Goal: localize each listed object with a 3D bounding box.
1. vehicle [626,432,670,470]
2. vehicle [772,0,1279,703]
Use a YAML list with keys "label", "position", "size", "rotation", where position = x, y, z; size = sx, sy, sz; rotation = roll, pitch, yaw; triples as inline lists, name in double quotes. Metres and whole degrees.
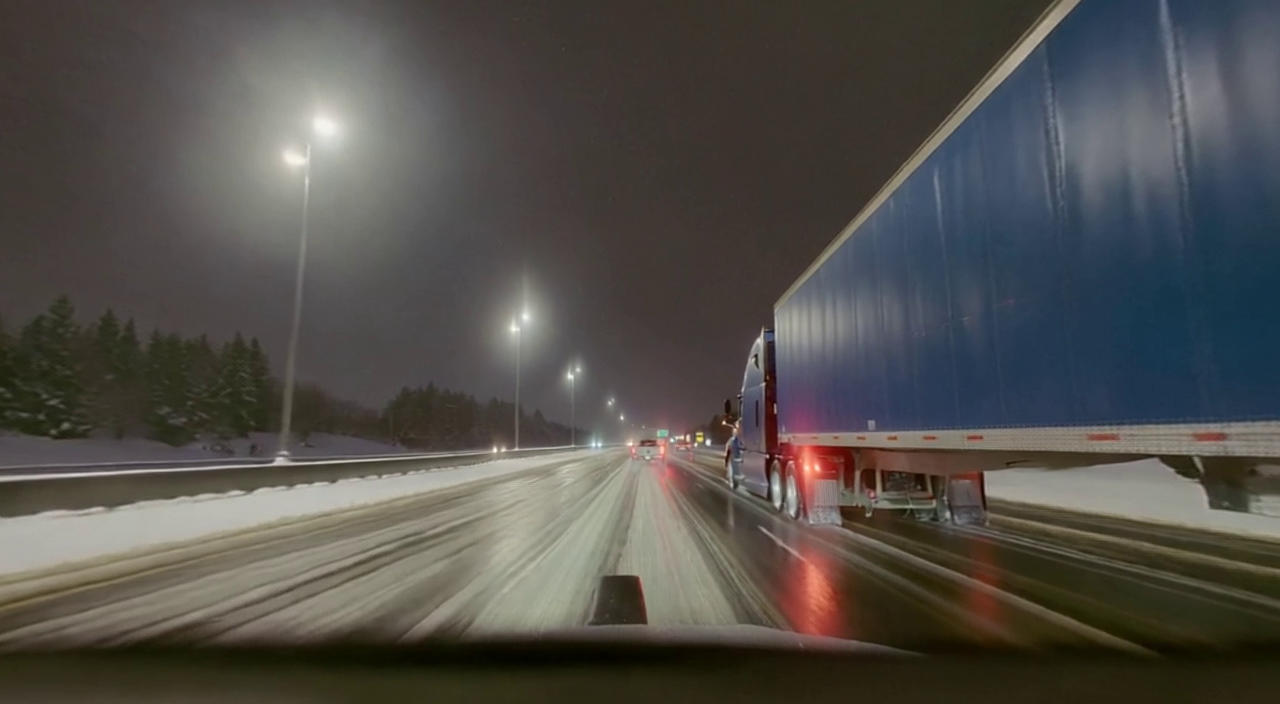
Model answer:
- label: "vehicle"
  position: [0.440, 5.324, 33.947]
  size: [2.205, 1.860, 4.301]
  rotation: [0, -9, 1]
- label: "vehicle"
  position: [3.943, -0.008, 4.259]
  size: [3.019, 4.145, 16.453]
  rotation: [0, -9, 2]
